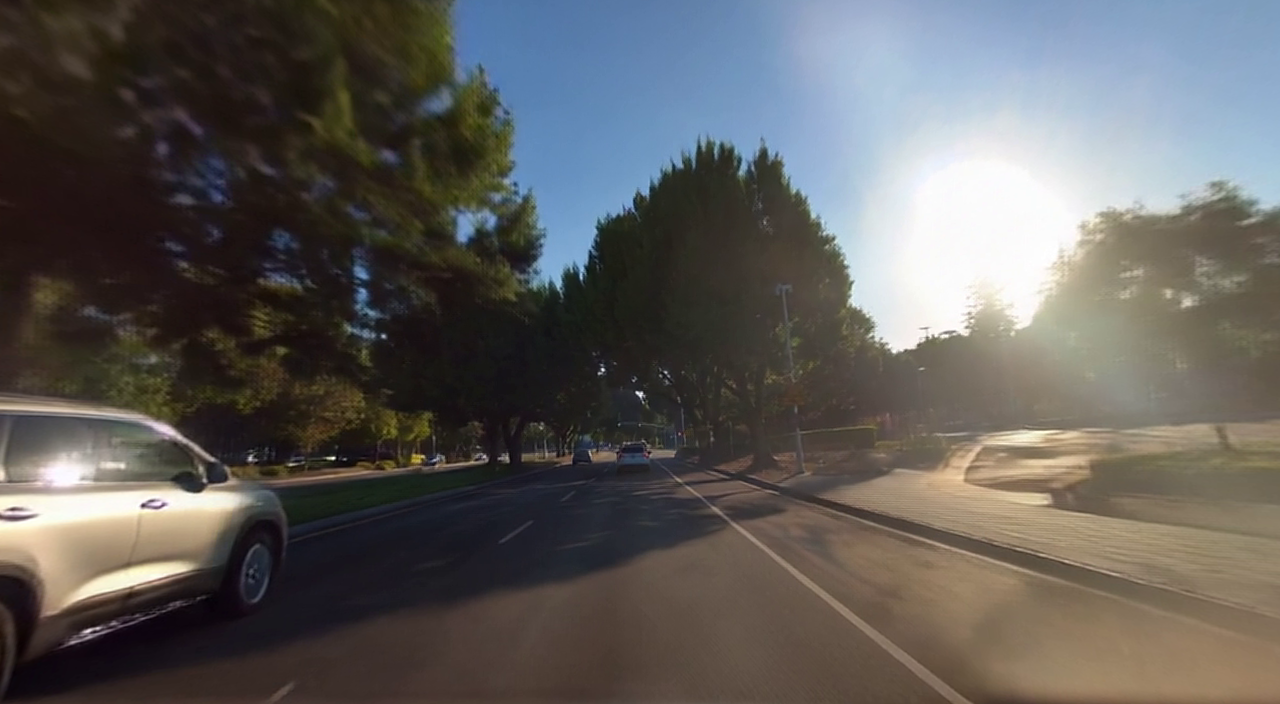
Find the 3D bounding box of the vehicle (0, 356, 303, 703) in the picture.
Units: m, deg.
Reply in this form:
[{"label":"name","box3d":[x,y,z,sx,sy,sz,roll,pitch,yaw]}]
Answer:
[{"label":"vehicle","box3d":[-4.043,0.959,3.486,1.860,1.741,4.479,0,-8,0]}]

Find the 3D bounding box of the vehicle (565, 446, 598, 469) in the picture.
[{"label":"vehicle","box3d":[-4.121,7.483,45.075,1.936,1.538,4.016,0,-8,0]}]

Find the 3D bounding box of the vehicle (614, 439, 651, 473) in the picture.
[{"label":"vehicle","box3d":[-0.405,5.928,36.221,2.018,1.769,3.897,0,-8,0]}]
